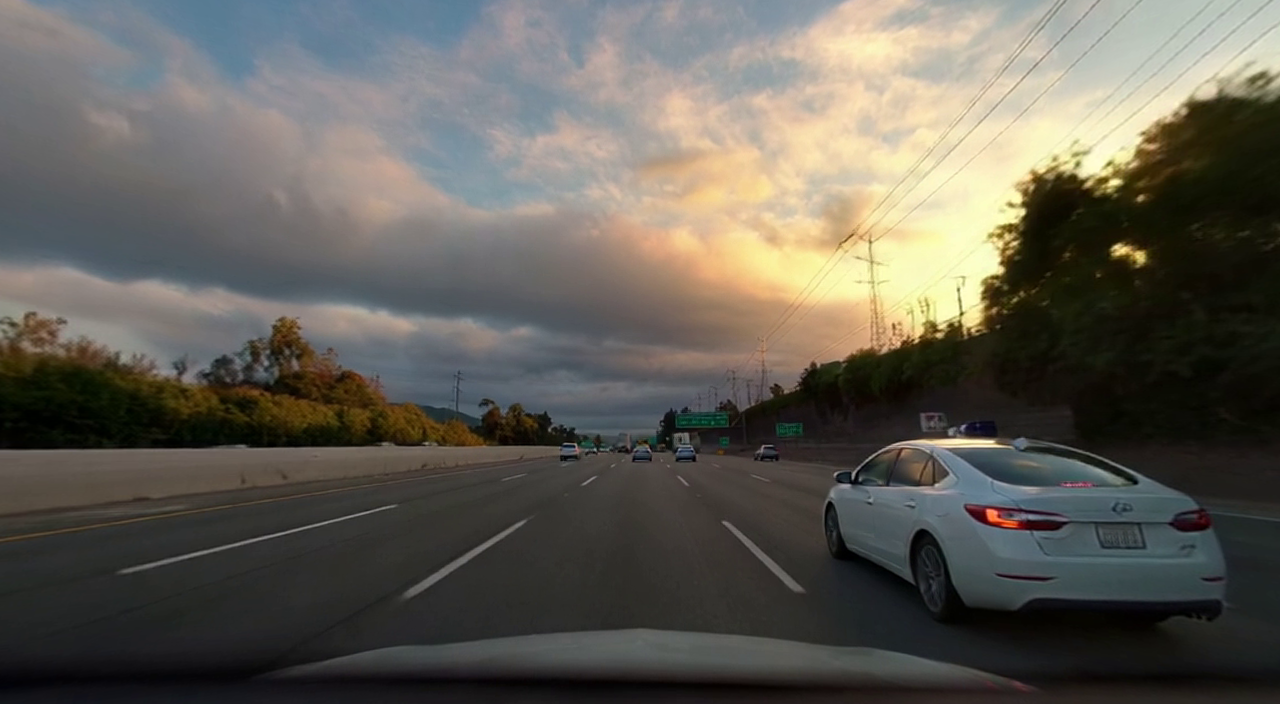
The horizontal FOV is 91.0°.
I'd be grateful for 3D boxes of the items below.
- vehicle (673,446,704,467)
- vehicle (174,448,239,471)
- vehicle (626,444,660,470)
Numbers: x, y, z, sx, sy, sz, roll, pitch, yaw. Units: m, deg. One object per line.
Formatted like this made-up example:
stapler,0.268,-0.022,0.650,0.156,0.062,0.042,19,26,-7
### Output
vehicle,3.707,8.007,48.507,2.076,1.506,4.050,0,-9,0
vehicle,-28.994,7.204,42.254,1.612,1.440,3.712,0,-9,2
vehicle,0.191,6.753,40.664,2.066,1.562,4.198,0,-9,0
